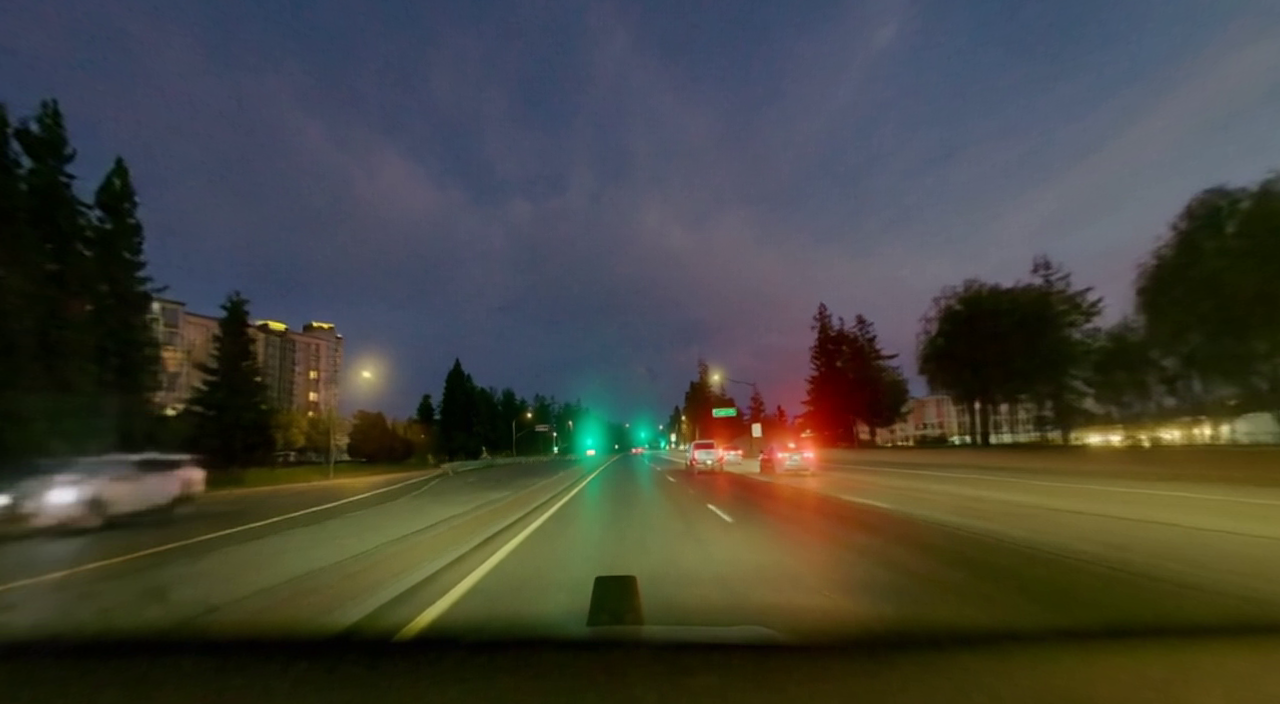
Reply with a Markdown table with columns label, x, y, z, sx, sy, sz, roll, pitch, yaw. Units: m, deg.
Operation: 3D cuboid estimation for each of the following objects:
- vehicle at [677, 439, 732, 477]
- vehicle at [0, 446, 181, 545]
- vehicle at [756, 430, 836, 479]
| label | x | y | z | sx | sy | sz | roll | pitch | yaw |
| --- | --- | --- | --- | --- | --- | --- | --- | --- | --- |
| vehicle | 2.858 | 4.792 | 28.798 | 1.917 | 1.538 | 4.259 | 0 | -8 | -2 |
| vehicle | -11.096 | 2.541 | 11.639 | 1.802 | 1.560 | 4.476 | -1 | -8 | 2 |
| vehicle | 6.242 | 4.172 | 25.904 | 1.946 | 1.773 | 4.641 | 0 | -8 | -2 |
